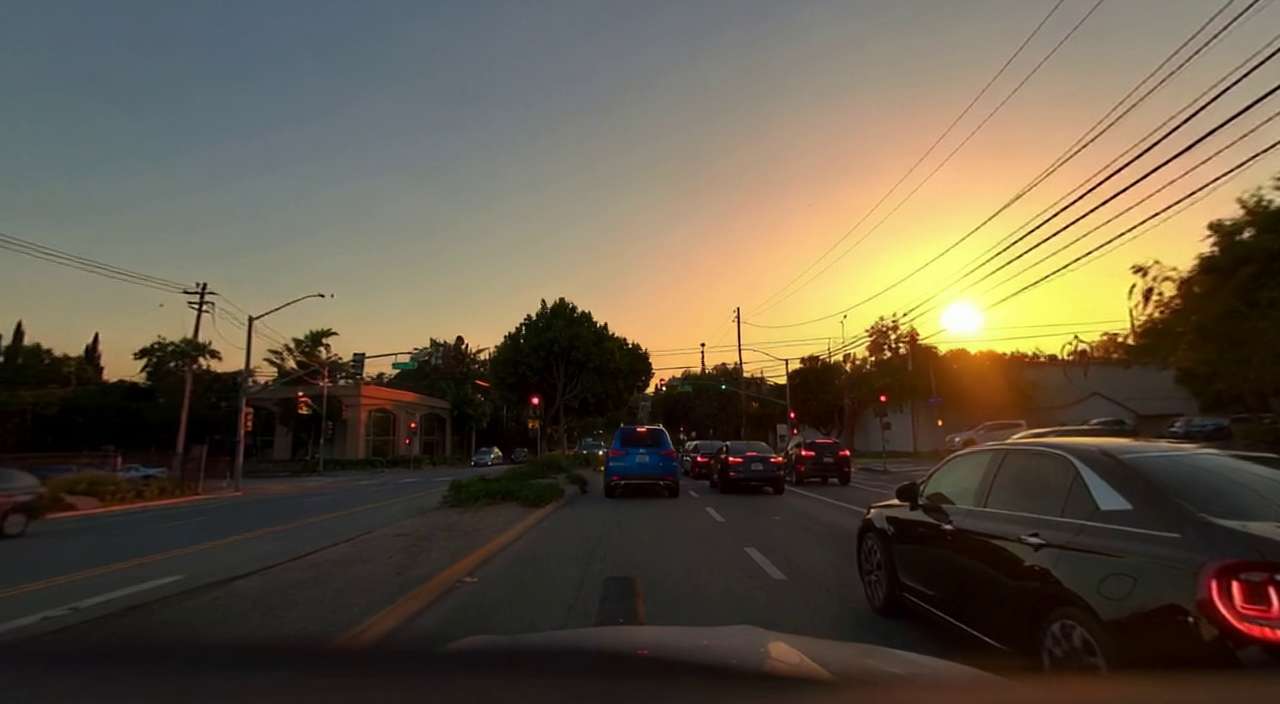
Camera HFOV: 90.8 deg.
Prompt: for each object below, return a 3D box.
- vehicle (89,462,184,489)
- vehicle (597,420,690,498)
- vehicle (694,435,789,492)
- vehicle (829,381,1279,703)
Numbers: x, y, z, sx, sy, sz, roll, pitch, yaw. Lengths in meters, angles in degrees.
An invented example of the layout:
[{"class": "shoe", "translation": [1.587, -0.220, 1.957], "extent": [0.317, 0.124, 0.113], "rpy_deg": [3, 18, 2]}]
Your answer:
[{"class": "vehicle", "translation": [-33.212, 8.151, 41.777], "extent": [4.550, 1.601, 1.766], "rpy_deg": [1, -9, -5]}, {"class": "vehicle", "translation": [0.078, 2.939, 17.703], "extent": [2.236, 1.856, 4.816], "rpy_deg": [0, -9, 0]}, {"class": "vehicle", "translation": [2.861, 3.273, 18.844], "extent": [2.025, 1.477, 4.333], "rpy_deg": [0, -9, -2]}, {"class": "vehicle", "translation": [2.770, 1.088, 3.578], "extent": [2.004, 1.460, 4.297], "rpy_deg": [0, -9, -1]}]
